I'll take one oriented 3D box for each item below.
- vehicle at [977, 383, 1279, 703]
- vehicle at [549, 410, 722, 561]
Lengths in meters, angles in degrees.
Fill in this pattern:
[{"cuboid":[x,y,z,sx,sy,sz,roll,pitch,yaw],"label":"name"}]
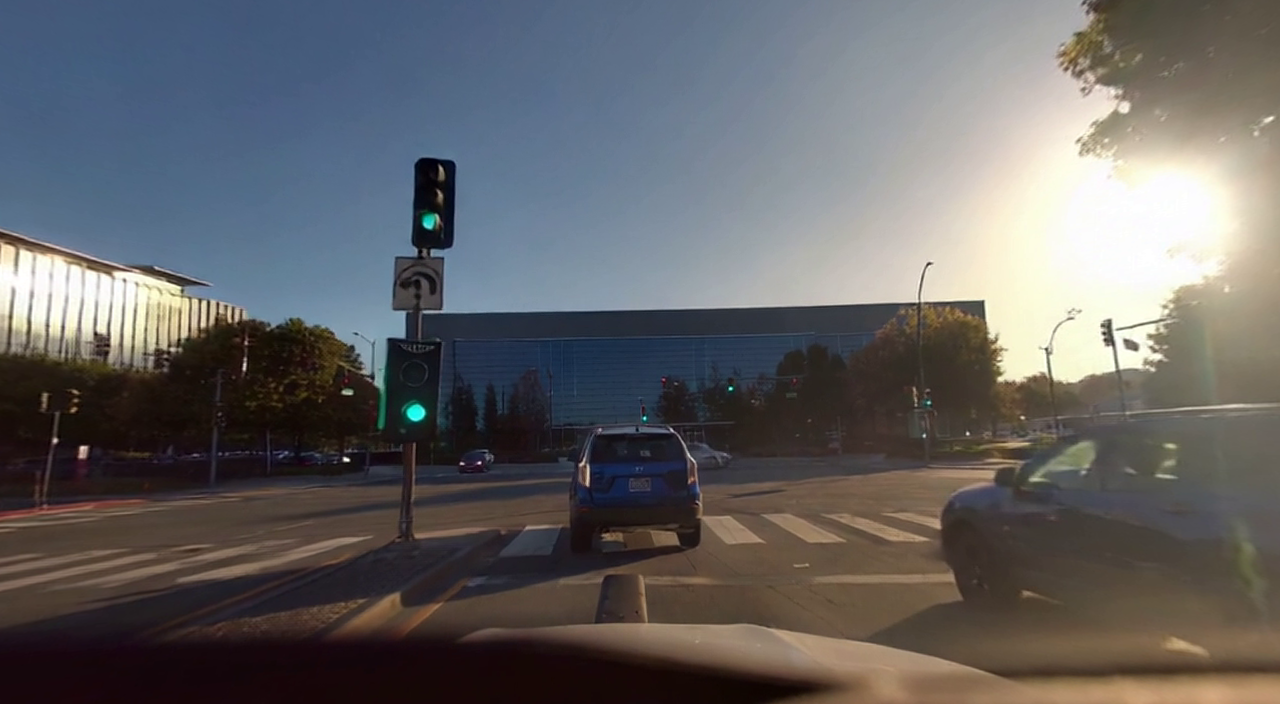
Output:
[{"cuboid":[3.580,0.916,2.583,1.899,1.572,4.425,0,-8,-1],"label":"vehicle"},{"cuboid":[-0.163,1.905,9.729,2.085,1.807,4.038,0,-8,-3],"label":"vehicle"}]
